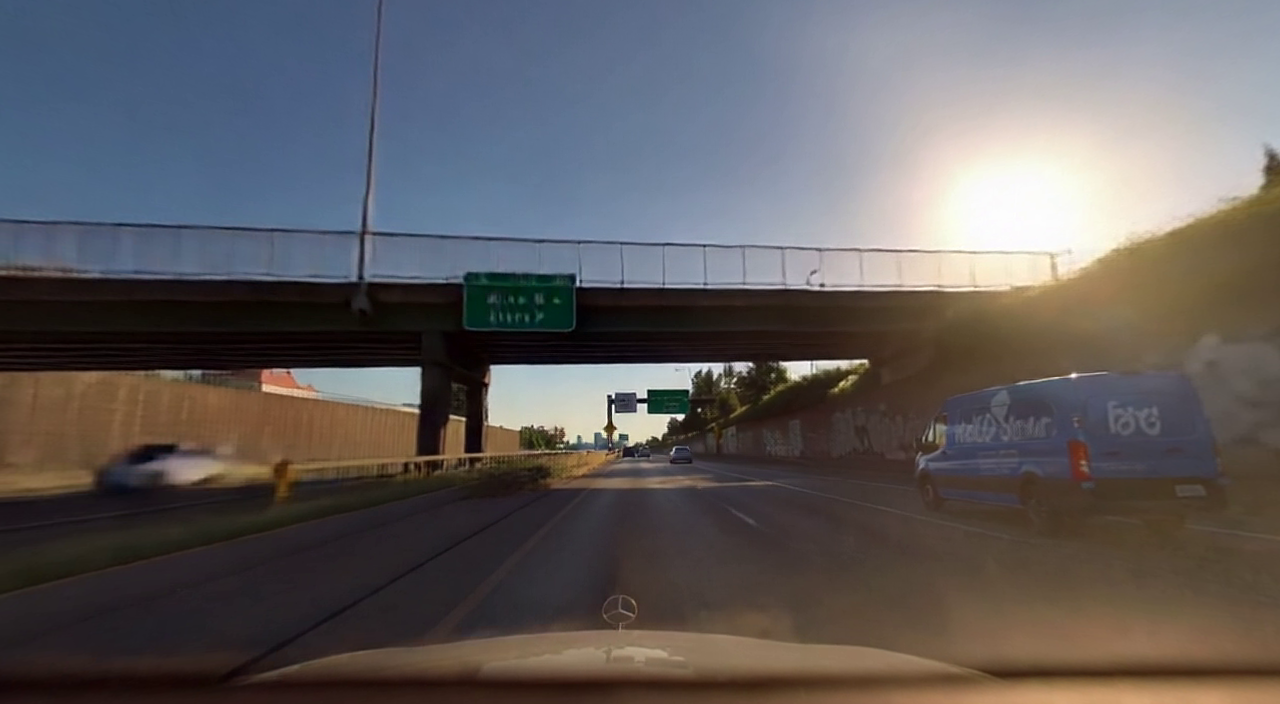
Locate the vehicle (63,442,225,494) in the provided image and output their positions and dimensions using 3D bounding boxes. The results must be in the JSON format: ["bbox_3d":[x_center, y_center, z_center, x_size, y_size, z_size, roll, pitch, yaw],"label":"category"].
[{"bbox_3d":[-15.810,3.692,20.382,1.870,1.492,4.149,0,-9,-1],"label":"vehicle"}]

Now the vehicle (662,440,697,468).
[{"bbox_3d":[2.805,7.438,45.987,2.007,1.943,5.010,0,-9,-3],"label":"vehicle"}]

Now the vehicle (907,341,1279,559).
[{"bbox_3d":[6.990,1.601,10.558,2.283,2.631,5.719,0,-9,-2],"label":"vehicle"}]
